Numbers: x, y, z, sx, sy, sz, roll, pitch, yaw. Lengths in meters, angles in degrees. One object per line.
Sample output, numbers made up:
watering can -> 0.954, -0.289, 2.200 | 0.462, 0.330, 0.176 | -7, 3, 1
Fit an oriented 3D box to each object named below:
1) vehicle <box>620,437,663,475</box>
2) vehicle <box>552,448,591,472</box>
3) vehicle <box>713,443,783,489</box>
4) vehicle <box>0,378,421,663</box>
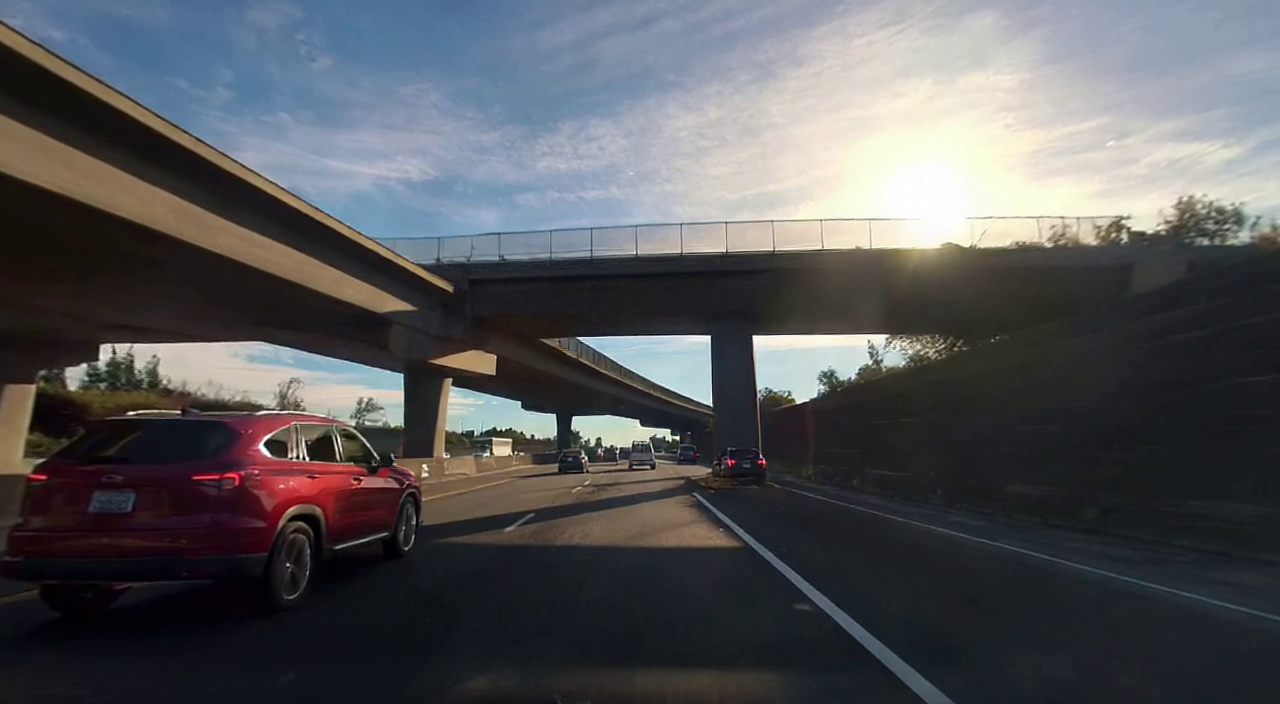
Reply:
vehicle -> 0.062, 5.635, 34.258 | 2.155, 1.909, 4.529 | 0, -9, 0
vehicle -> -4.432, 7.047, 41.323 | 1.994, 1.475, 4.171 | 0, -9, 1
vehicle -> 3.909, 4.170, 23.414 | 1.959, 1.554, 3.795 | 0, -9, 0
vehicle -> -4.060, 1.376, 6.229 | 2.089, 1.751, 4.515 | 0, -9, 1
